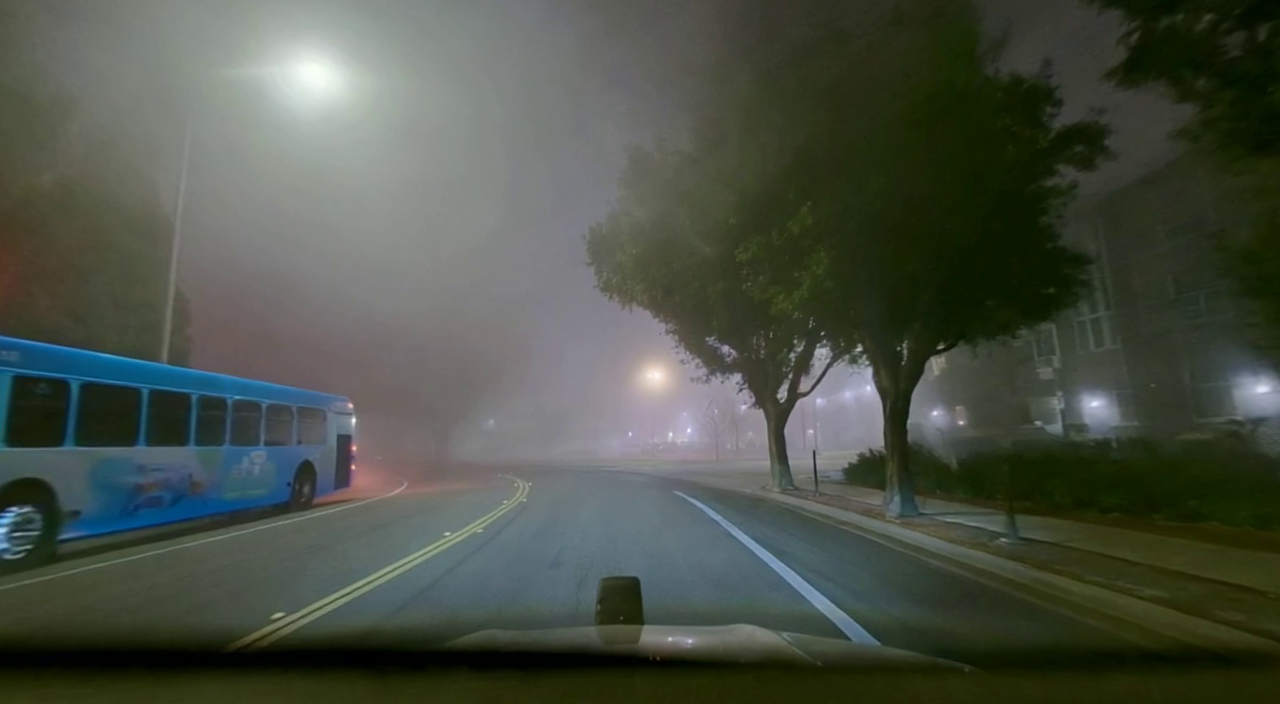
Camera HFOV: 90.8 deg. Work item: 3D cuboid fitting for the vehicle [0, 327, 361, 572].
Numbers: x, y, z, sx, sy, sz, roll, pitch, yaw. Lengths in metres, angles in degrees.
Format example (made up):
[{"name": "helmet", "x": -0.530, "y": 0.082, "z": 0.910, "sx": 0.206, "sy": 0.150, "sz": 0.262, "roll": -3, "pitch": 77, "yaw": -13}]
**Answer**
[{"name": "vehicle", "x": -8.603, "y": 1.776, "z": 11.922, "sx": 2.886, "sy": 2.994, "sz": 8.380, "roll": 0, "pitch": -8, "yaw": 0}]
